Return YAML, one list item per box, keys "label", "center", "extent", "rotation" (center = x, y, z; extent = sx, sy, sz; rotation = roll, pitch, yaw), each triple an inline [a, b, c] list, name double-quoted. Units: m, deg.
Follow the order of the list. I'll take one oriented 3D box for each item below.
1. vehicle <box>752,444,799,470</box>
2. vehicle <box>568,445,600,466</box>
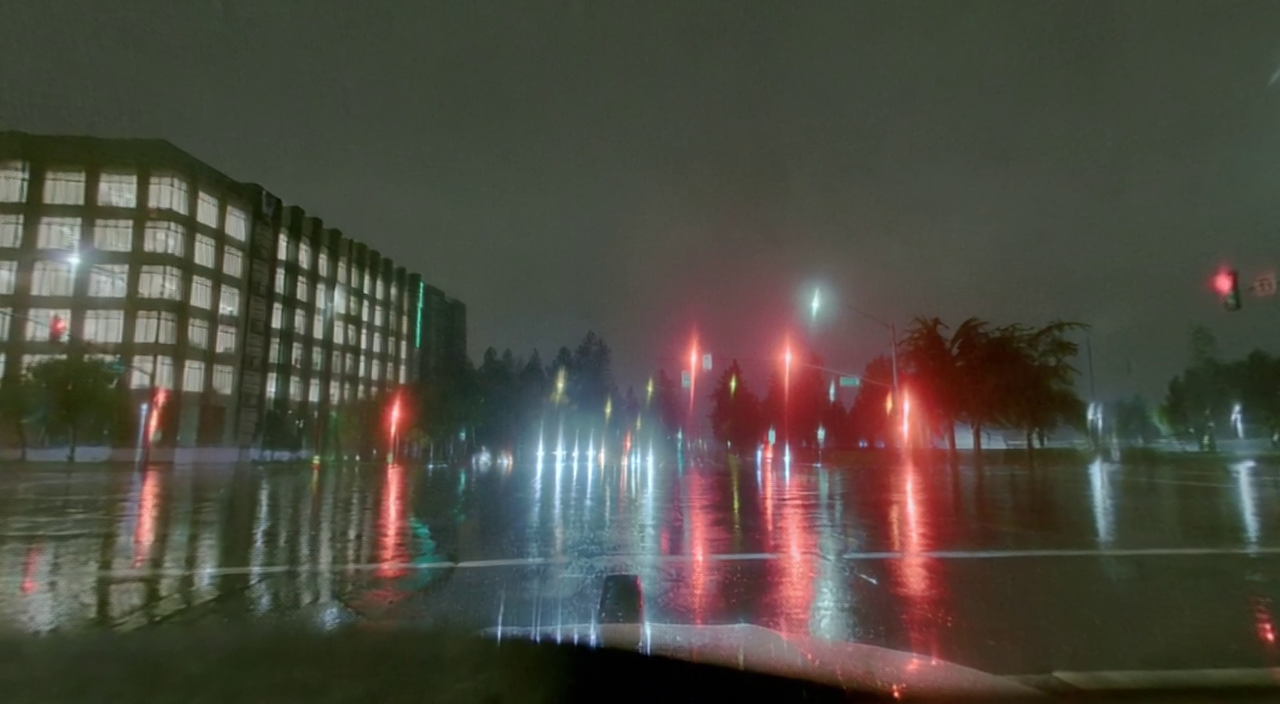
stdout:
- label: "vehicle"
  center: [8.113, 6.201, 37.485]
  extent: [2.043, 1.454, 4.424]
  rotation: [-3, -9, 21]
- label: "vehicle"
  center: [-4.346, 8.126, 49.751]
  extent: [2.130, 1.613, 4.121]
  rotation: [0, -8, 0]
